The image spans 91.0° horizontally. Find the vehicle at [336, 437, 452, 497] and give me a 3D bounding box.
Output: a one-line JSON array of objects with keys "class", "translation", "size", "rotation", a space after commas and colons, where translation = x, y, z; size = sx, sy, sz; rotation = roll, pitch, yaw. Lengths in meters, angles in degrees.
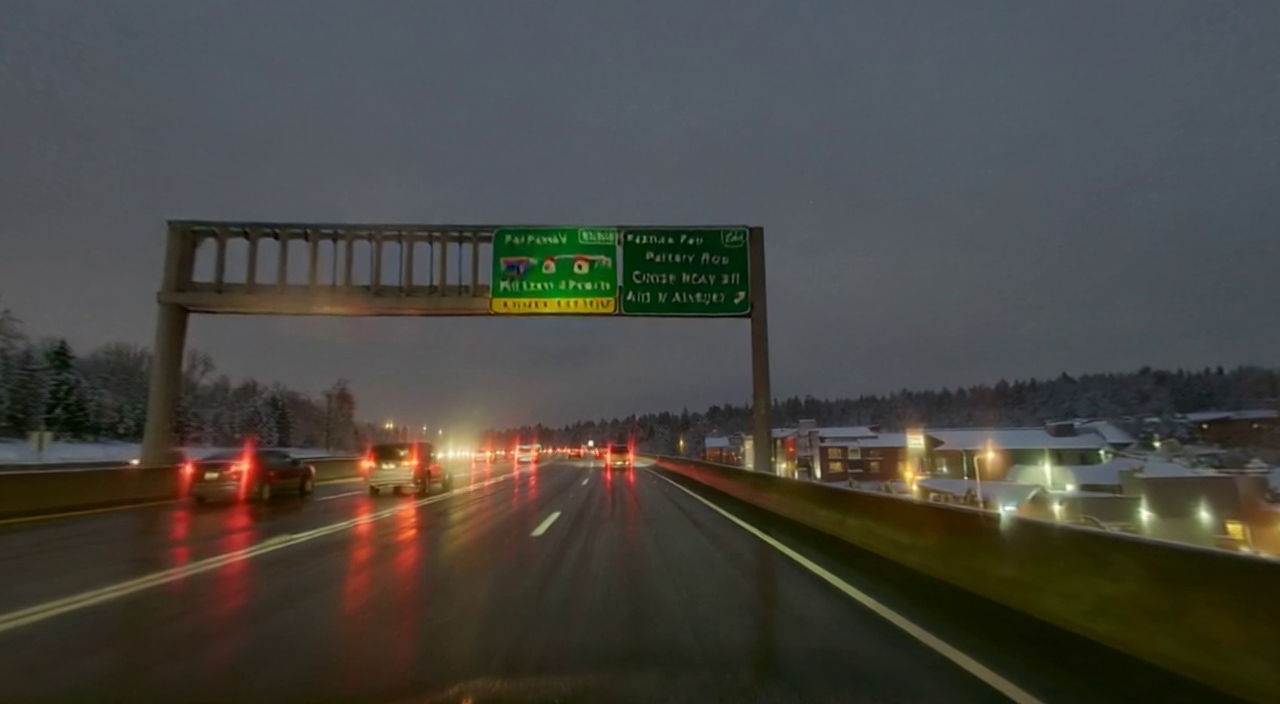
[{"class": "vehicle", "translation": [-7.751, 3.650, 20.385], "size": [2.065, 1.689, 4.399], "rotation": [0, -9, -1]}]

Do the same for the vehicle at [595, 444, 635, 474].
[{"class": "vehicle", "translation": [-1.418, 5.974, 35.394], "size": [2.110, 1.501, 4.319], "rotation": [0, -9, -3]}]

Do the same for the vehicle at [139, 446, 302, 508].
[{"class": "vehicle", "translation": [-11.539, 3.429, 17.727], "size": [1.936, 1.501, 3.900], "rotation": [0, -9, -1]}]

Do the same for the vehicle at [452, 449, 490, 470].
[{"class": "vehicle", "translation": [-12.817, 8.130, 47.976], "size": [1.861, 1.466, 4.233], "rotation": [0, -9, -3]}]
